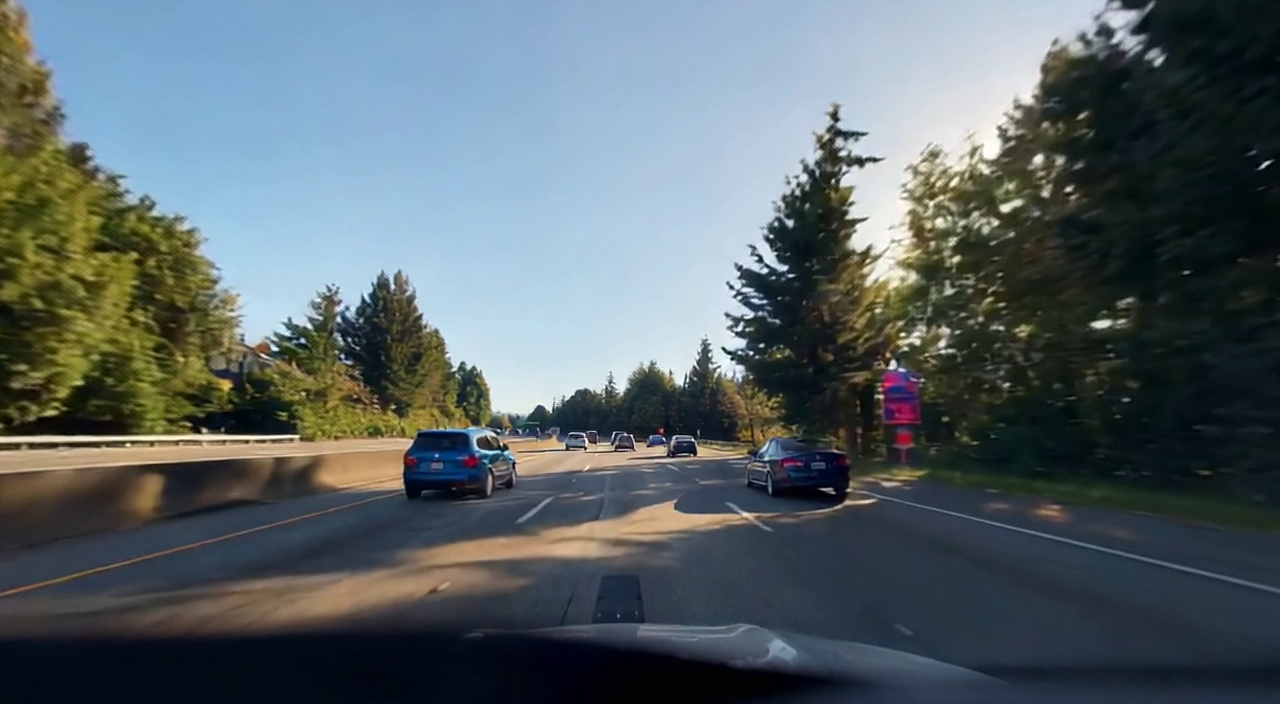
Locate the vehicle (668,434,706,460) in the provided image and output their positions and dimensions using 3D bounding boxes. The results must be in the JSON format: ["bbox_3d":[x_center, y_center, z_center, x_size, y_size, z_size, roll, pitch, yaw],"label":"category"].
[{"bbox_3d":[2.799,5.788,38.605,1.883,1.536,3.792,1,-8,-3],"label":"vehicle"}]

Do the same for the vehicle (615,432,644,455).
[{"bbox_3d":[-0.846,7.166,49.656,2.191,1.727,3.981,1,-8,-2],"label":"vehicle"}]

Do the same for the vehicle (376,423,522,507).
[{"bbox_3d":[-3.939,2.375,13.803,1.941,1.529,4.111,0,-8,-1],"label":"vehicle"}]

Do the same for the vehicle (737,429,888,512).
[{"bbox_3d":[3.455,2.433,13.472,1.986,1.488,3.867,1,-8,-3],"label":"vehicle"}]
